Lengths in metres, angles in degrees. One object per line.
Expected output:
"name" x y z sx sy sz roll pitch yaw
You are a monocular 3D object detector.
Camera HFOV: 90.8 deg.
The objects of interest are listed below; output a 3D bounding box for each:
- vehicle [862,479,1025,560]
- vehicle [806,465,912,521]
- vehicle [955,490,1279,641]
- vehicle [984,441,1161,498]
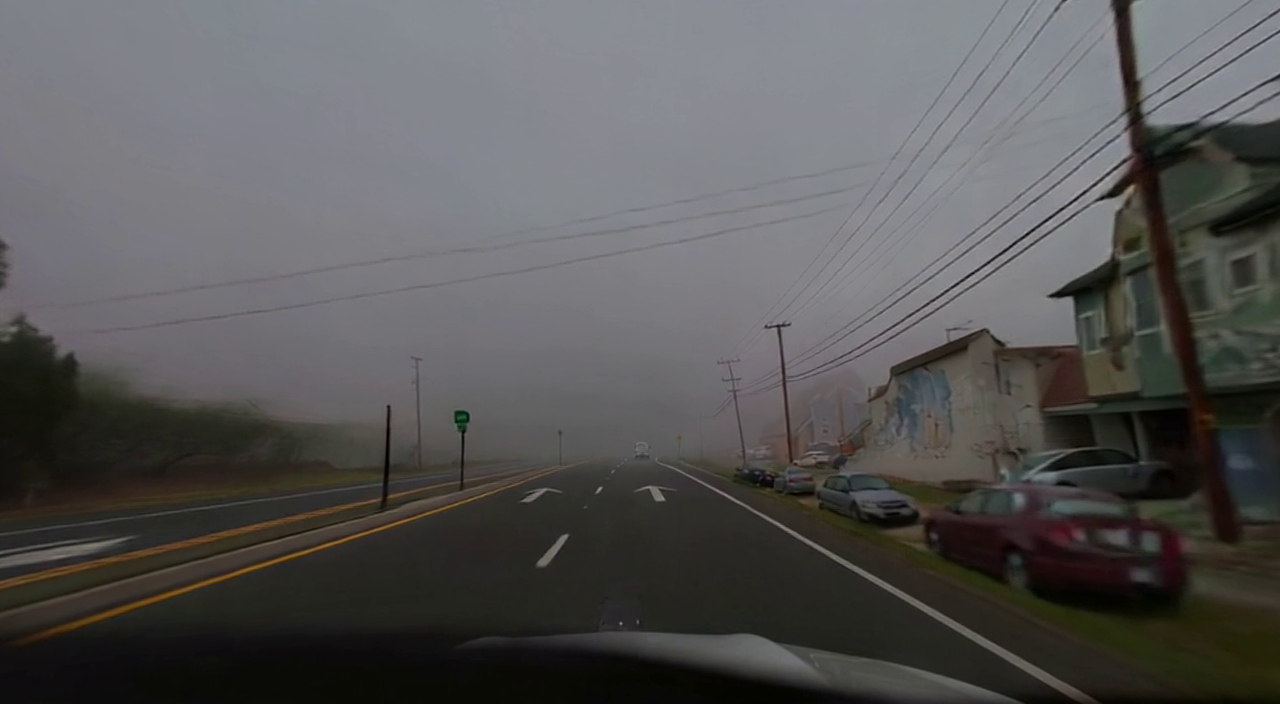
"vehicle" 6.883 3.818 14.881 1.797 1.401 4.088 0 -8 0
"vehicle" 6.901 4.463 20.418 1.838 1.475 4.152 0 -9 -2
"vehicle" 6.673 2.959 9.514 1.781 1.432 4.169 0 -9 2
"vehicle" 15.263 4.148 22.500 4.798 1.934 1.908 0 -8 0
